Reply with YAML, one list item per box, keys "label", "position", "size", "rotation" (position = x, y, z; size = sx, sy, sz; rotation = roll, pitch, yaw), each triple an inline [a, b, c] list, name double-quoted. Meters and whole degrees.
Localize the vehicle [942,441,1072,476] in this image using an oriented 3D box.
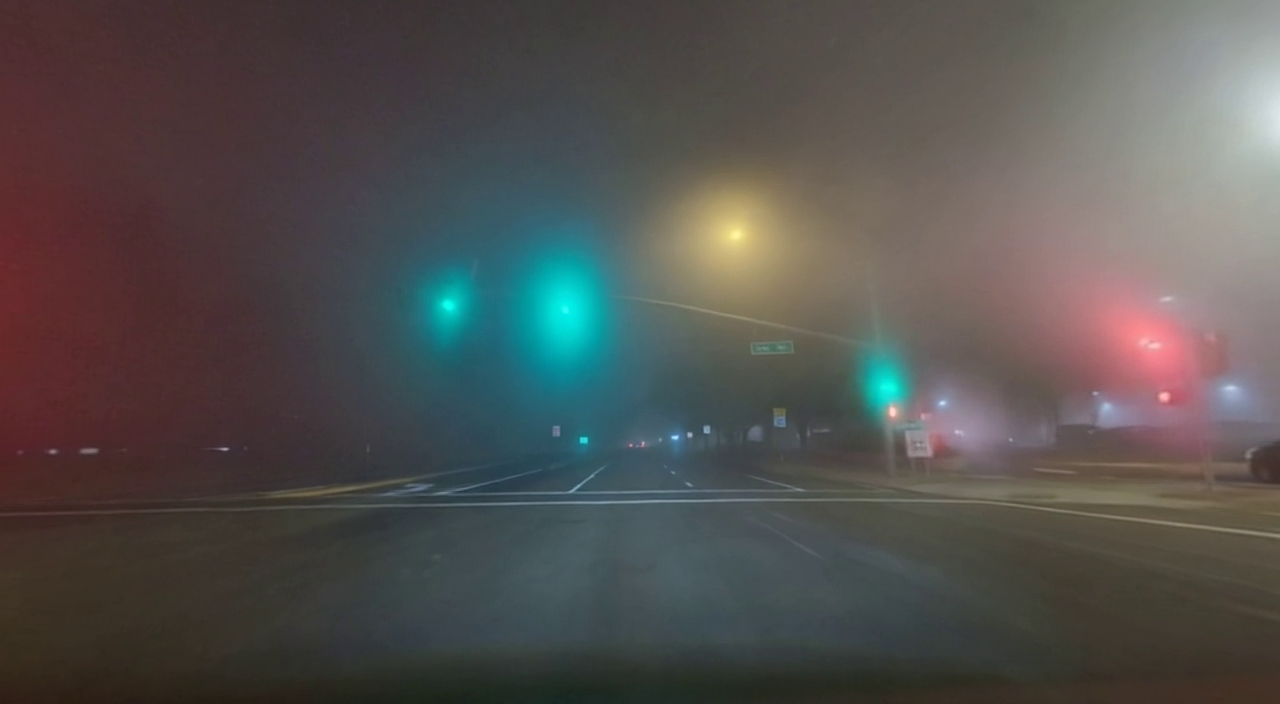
- label: "vehicle"
  position: [16.067, 4.656, 27.824]
  size: [4.483, 1.452, 1.924]
  rotation: [0, -8, 0]
